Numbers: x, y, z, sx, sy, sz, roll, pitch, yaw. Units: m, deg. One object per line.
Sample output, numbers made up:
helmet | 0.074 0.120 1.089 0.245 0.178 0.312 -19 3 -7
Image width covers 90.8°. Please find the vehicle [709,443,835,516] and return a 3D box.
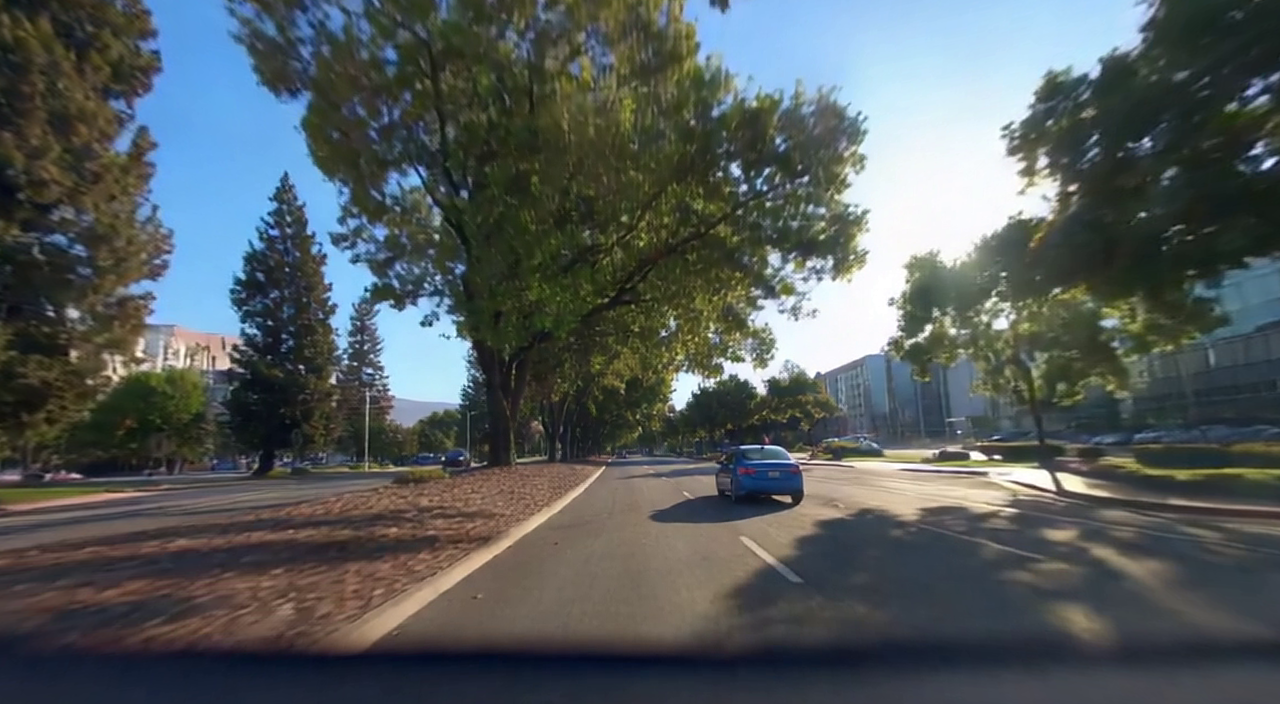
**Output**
vehicle | 2.931 2.949 15.077 1.950 1.473 4.259 0 -9 -2
